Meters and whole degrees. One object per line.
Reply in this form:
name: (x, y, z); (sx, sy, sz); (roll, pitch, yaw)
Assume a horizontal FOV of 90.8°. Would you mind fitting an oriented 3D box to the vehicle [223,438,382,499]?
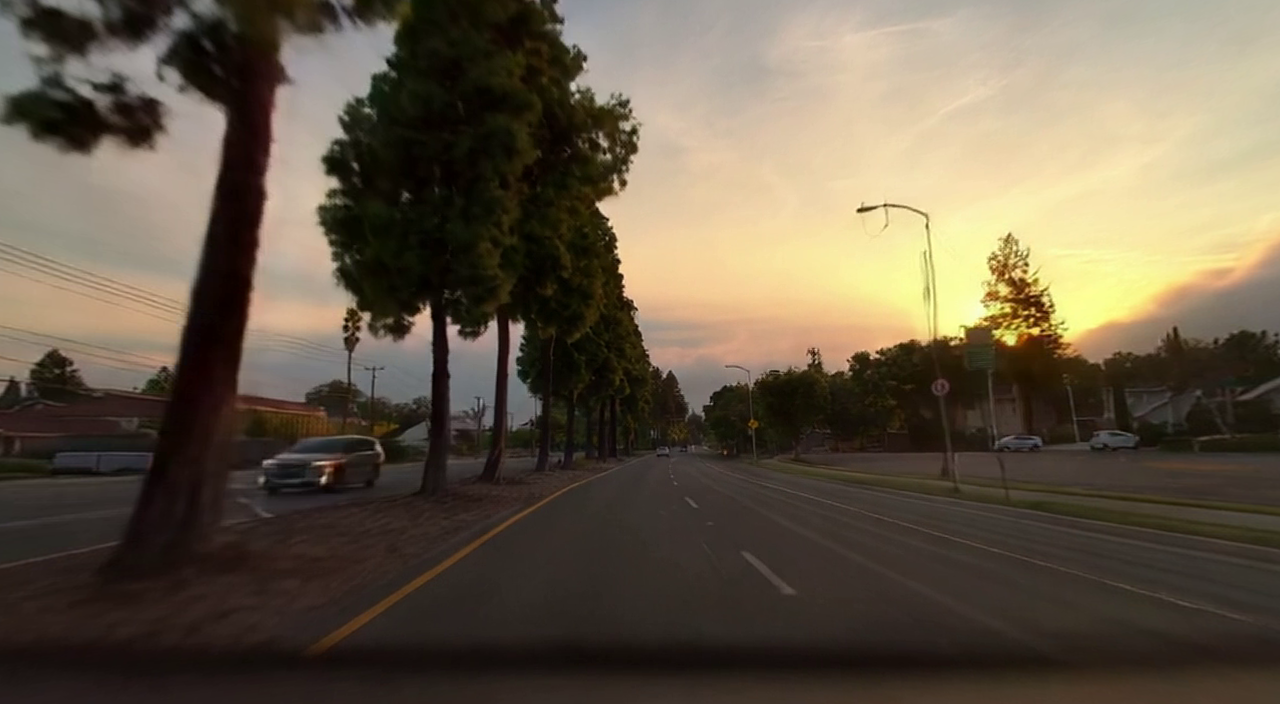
vehicle: (-10.061, 3.488, 19.391); (2.181, 1.635, 4.542); (0, -9, 3)
